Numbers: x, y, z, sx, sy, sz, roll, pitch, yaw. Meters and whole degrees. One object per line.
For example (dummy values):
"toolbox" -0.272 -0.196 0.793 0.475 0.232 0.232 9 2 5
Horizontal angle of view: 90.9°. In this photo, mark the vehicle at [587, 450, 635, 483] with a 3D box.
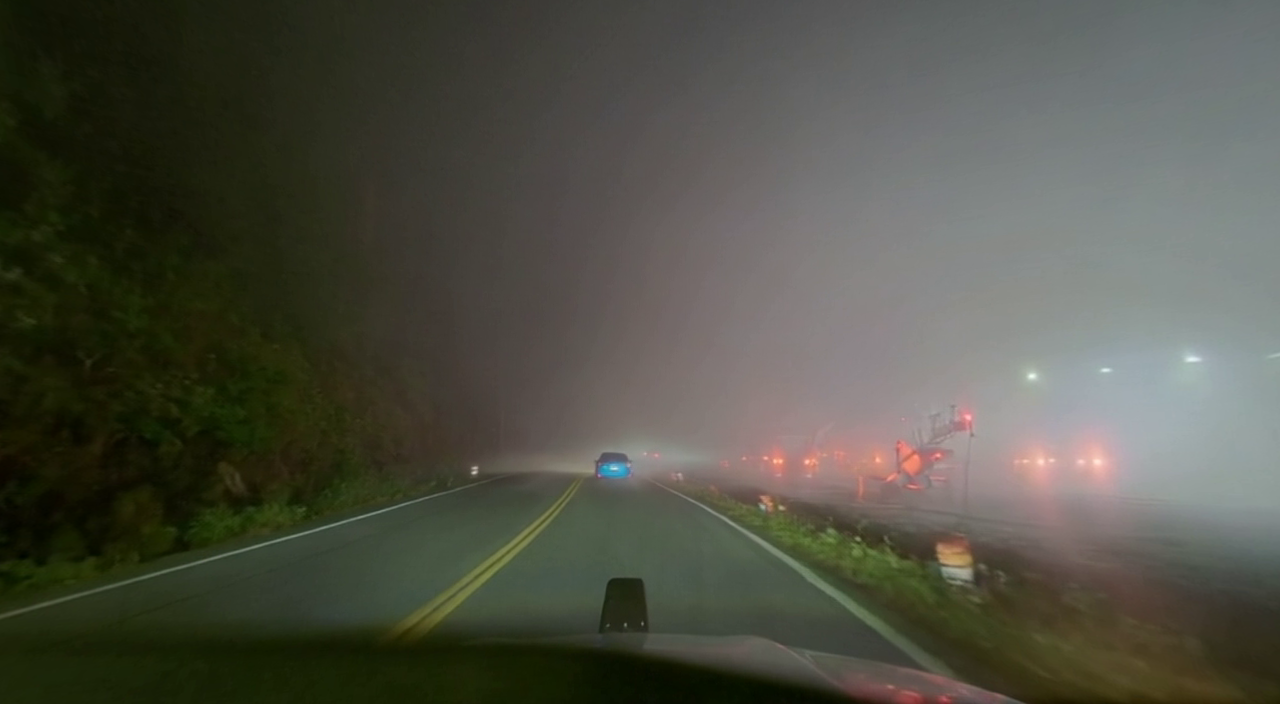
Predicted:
"vehicle" -1.498 5.708 31.654 2.259 1.503 4.075 0 -8 -4
